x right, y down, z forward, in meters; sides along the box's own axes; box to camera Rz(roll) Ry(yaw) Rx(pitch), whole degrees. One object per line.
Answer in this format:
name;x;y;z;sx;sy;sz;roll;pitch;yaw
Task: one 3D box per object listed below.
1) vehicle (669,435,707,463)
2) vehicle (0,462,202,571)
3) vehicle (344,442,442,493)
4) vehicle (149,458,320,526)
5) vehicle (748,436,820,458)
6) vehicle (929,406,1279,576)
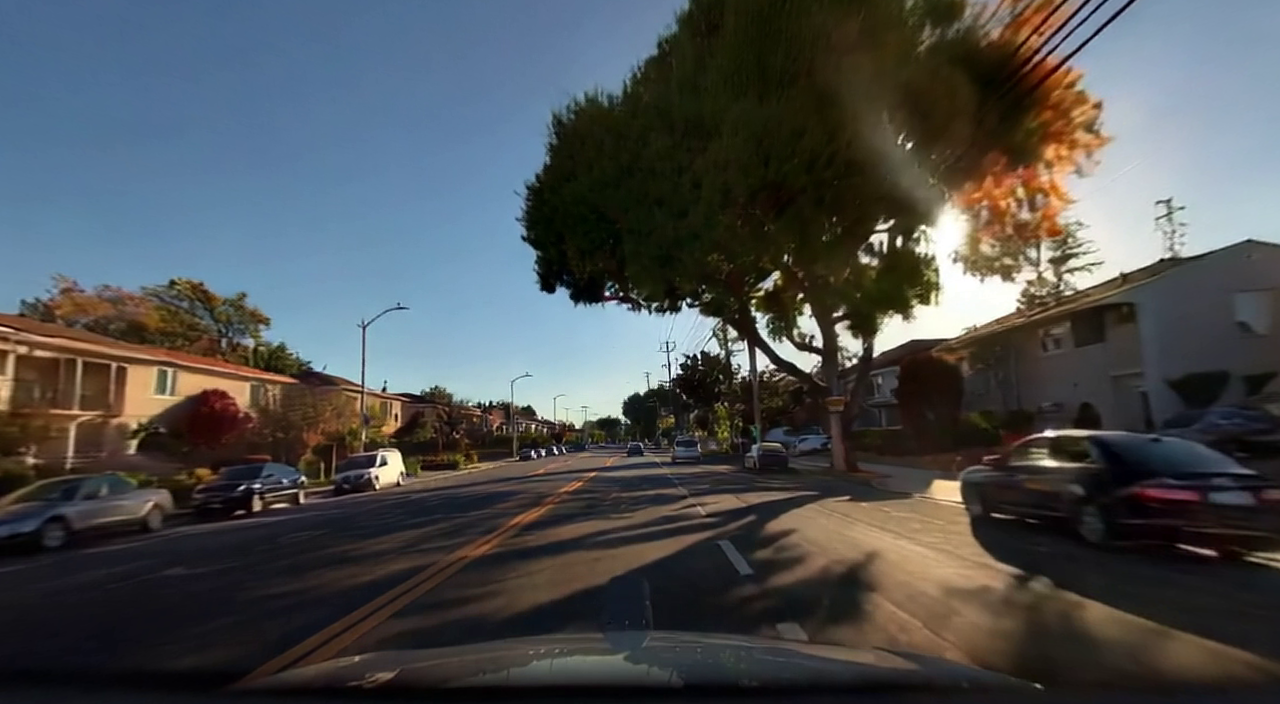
vehicle;3.091;6.376;41.567;2.070;1.765;4.731;0;-8;0
vehicle;-10.598;2.843;11.585;2.098;1.503;4.113;0;-8;0
vehicle;-10.516;4.917;27.295;2.258;1.846;4.843;-3;-8;1
vehicle;-10.668;3.659;17.054;1.800;1.472;4.359;0;-8;-1
vehicle;11.149;7.364;48.690;4.996;1.471;2.033;-6;-10;26
vehicle;6.211;1.746;8.800;2.079;1.697;4.753;0;-8;0
